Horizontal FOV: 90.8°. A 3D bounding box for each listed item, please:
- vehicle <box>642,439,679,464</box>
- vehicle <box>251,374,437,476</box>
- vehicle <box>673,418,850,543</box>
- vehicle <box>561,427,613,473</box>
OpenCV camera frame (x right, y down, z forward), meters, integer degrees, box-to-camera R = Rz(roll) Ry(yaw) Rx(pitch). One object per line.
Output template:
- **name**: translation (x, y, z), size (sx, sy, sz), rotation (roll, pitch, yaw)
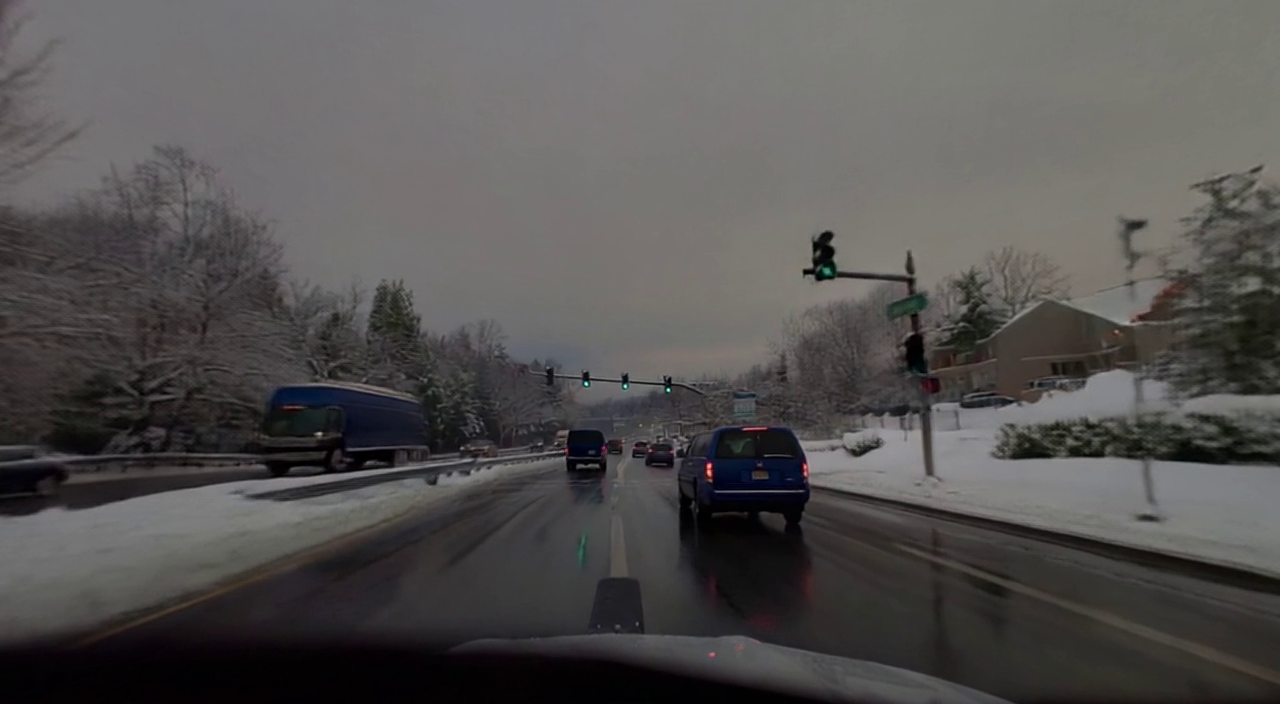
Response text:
- **vehicle**: translation (1.341, 6.933, 44.105), size (2.248, 1.692, 4.252), rotation (1, -9, -3)
- **vehicle**: translation (-12.786, 3.539, 29.152), size (3.206, 3.740, 11.455), rotation (0, -9, -1)
- **vehicle**: translation (1.757, 2.052, 10.669), size (1.965, 1.671, 4.146), rotation (1, -9, -3)
- **vehicle**: translation (-2.531, 4.842, 31.269), size (2.228, 2.054, 4.309), rotation (0, -9, -1)
